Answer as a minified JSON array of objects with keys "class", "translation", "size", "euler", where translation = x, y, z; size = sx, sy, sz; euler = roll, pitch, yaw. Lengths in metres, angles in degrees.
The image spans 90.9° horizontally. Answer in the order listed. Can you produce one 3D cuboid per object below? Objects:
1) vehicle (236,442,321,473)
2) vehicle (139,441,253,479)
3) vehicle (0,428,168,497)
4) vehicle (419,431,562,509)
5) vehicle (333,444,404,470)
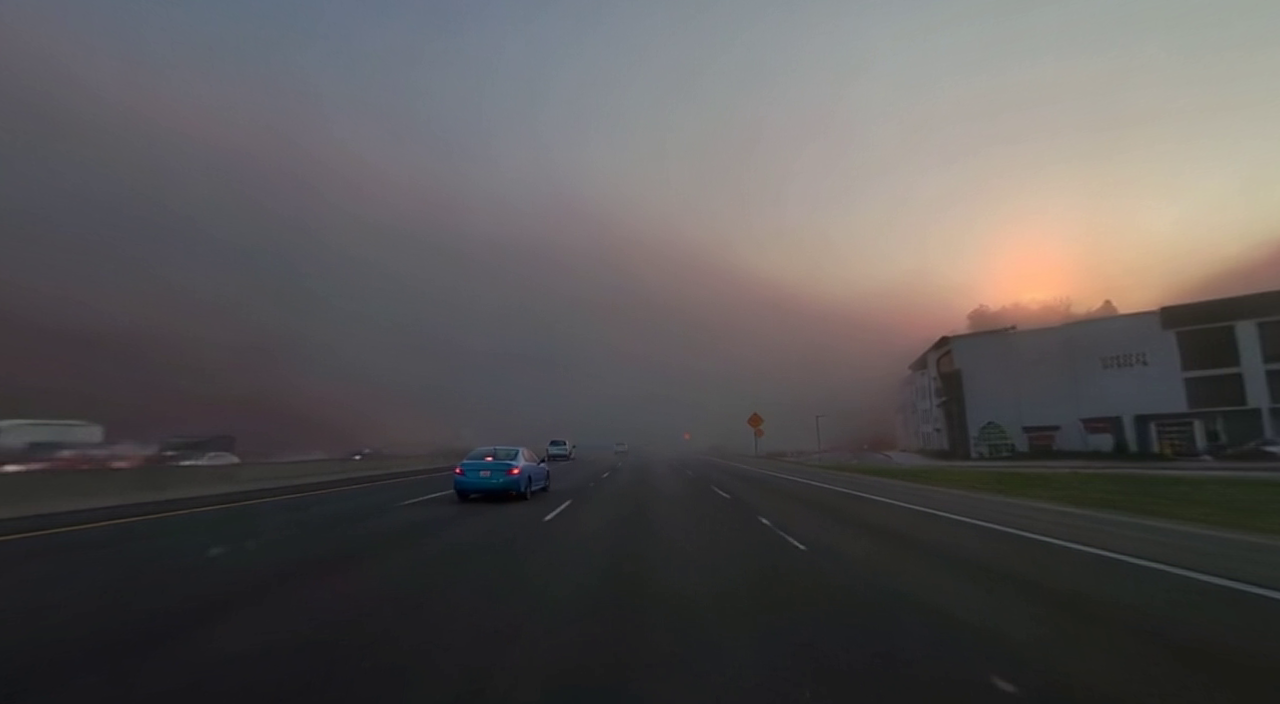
[{"class":"vehicle","translation":[-20.319,5.938,35.684],"size":[1.985,1.621,4.515],"euler":[0,-8,2]},{"class":"vehicle","translation":[-24.373,5.921,34.961],"size":[2.127,1.870,5.629],"euler":[0,-8,2]},{"class":"vehicle","translation":[-16.837,3.142,18.342],"size":[2.020,1.706,5.332],"euler":[0,-8,1]},{"class":"vehicle","translation":[-3.373,2.778,15.409],"size":[2.144,1.565,4.951],"euler":[0,-8,2]},{"class":"vehicle","translation":[-16.500,6.377,38.605],"size":[1.980,1.500,4.894],"euler":[-1,-8,2]}]
